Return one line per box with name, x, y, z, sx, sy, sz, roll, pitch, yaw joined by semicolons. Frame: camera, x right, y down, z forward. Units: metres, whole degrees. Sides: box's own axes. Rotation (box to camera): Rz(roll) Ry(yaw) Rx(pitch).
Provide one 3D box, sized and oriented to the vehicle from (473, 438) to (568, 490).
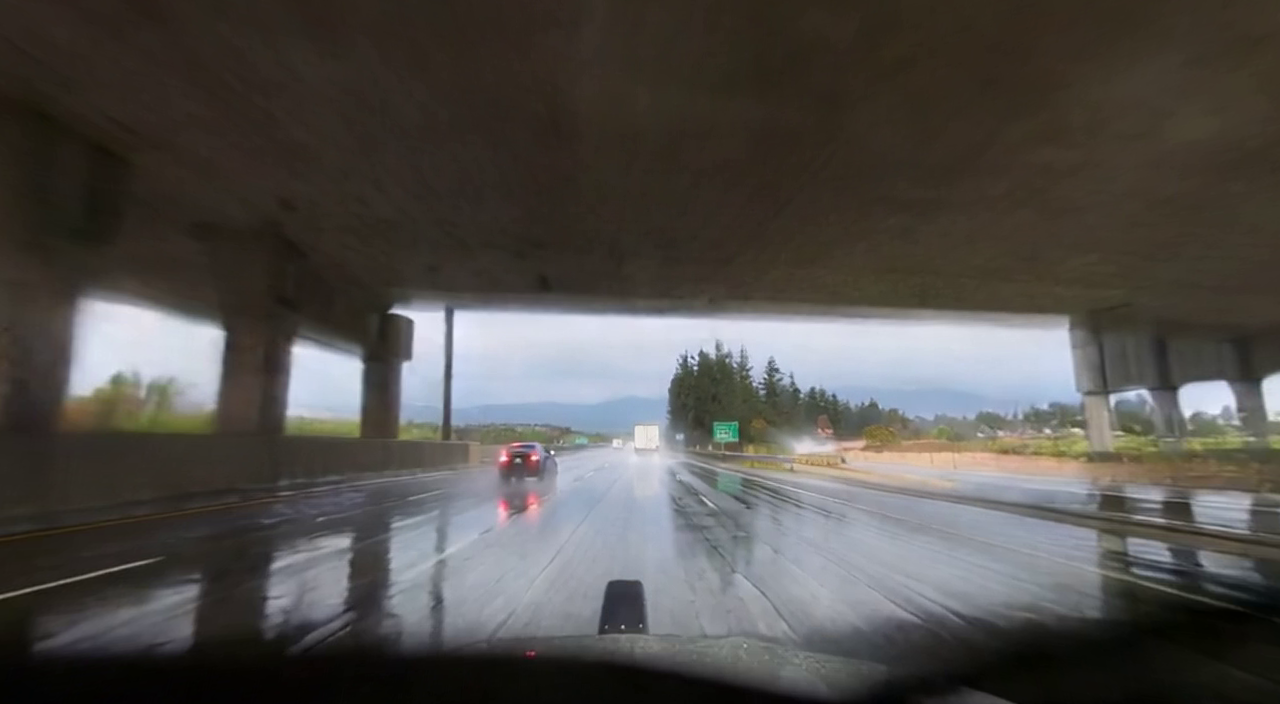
vehicle;-4.022;3.885;22.175;2.235;1.593;5.077;0;-9;1
